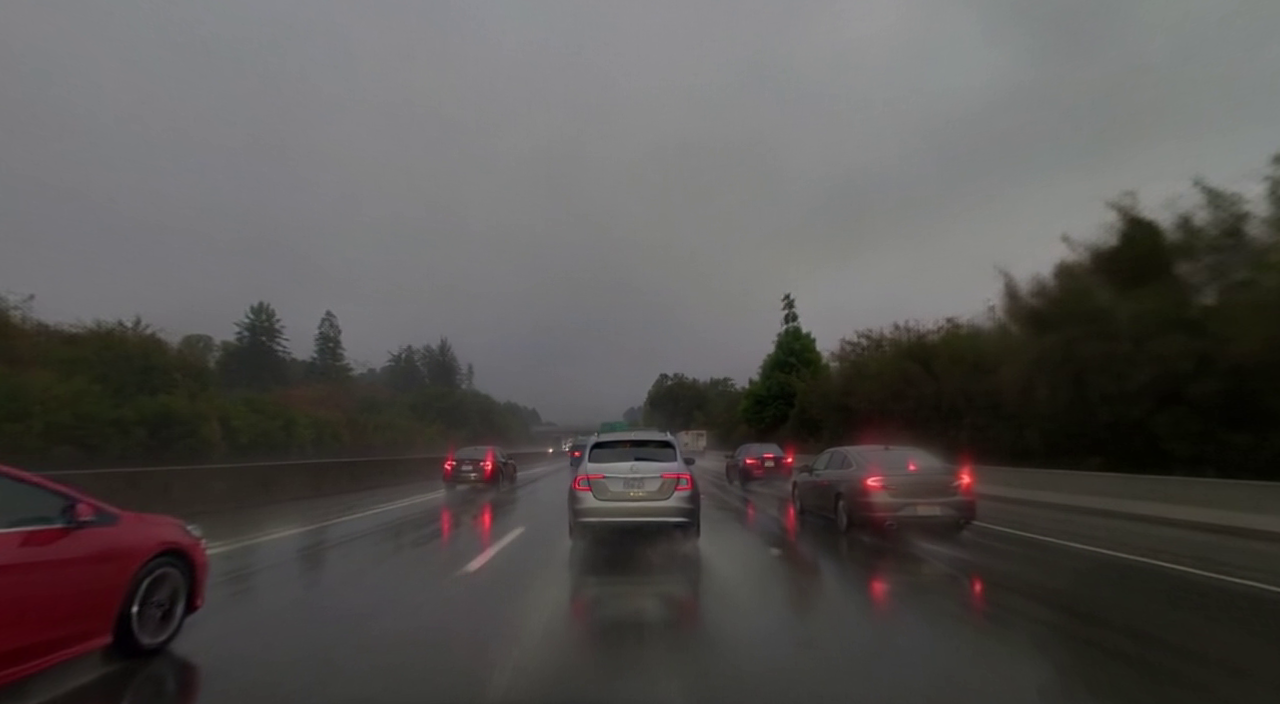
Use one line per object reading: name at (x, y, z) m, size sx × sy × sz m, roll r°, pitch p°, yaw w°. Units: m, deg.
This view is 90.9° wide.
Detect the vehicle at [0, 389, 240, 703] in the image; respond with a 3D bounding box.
vehicle at (-4.490, 1.003, 3.103) m, size 2.173 × 1.660 × 4.373 m, roll 0°, pitch -9°, yaw -1°

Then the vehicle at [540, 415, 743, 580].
vehicle at (-0.034, 1.807, 8.519) m, size 2.093 × 1.695 × 3.782 m, roll 0°, pitch -9°, yaw -2°

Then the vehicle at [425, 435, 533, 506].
vehicle at (-4.252, 3.193, 17.300) m, size 1.890 × 1.708 × 3.844 m, roll 0°, pitch -9°, yaw 1°

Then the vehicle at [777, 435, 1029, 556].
vehicle at (3.668, 2.085, 9.910) m, size 1.953 × 1.434 × 4.511 m, roll 0°, pitch -9°, yaw -1°
